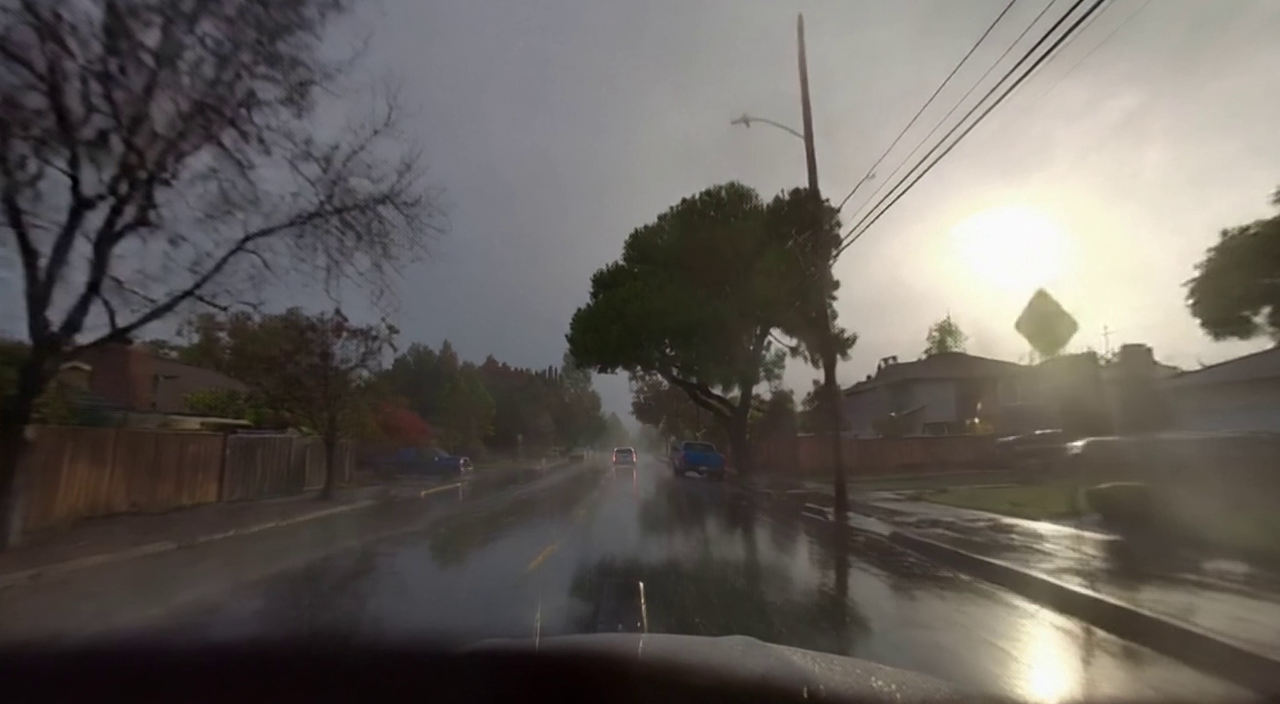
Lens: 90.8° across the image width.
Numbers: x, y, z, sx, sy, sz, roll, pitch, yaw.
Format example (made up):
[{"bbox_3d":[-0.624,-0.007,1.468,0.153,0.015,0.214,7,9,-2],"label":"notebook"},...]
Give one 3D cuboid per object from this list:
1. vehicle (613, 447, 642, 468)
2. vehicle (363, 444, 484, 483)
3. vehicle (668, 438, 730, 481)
[{"bbox_3d":[-0.936,7.956,47.737,2.064,1.477,3.968,0,-9,0],"label":"vehicle"},{"bbox_3d":[-10.223,5.308,30.113,4.947,1.769,2.023,0,-9,1],"label":"vehicle"},{"bbox_3d":[2.767,5.254,31.163,2.394,1.901,5.759,0,-9,-1],"label":"vehicle"}]
